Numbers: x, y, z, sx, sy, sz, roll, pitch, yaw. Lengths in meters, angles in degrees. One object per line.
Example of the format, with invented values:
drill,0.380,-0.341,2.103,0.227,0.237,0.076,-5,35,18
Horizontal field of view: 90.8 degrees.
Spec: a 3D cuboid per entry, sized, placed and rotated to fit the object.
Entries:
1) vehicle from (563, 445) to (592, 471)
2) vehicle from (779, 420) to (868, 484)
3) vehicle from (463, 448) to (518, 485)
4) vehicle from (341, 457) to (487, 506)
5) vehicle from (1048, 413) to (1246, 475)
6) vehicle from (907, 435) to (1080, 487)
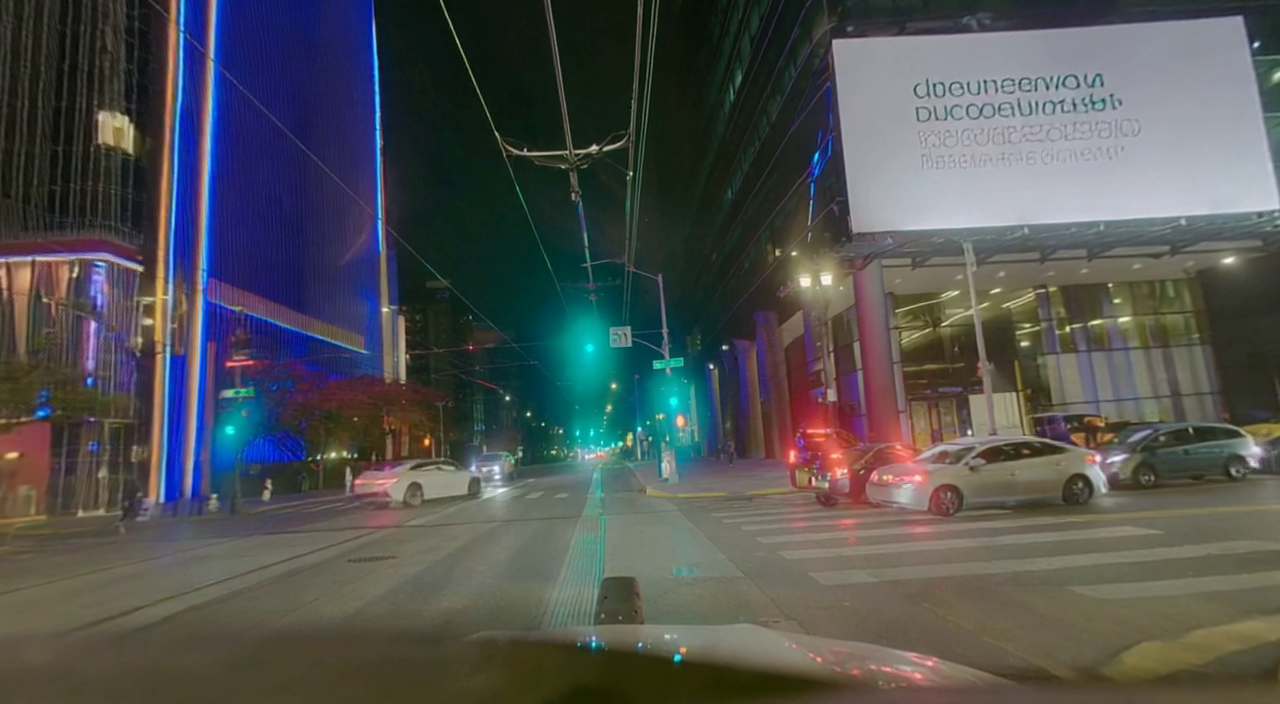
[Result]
vehicle,-4.815,8.203,49.169,2.137,1.910,5.120,1,-9,-4
vehicle,7.578,4.108,26.631,2.316,2.425,4.466,1,-7,-2
vehicle,-8.453,6.494,36.146,2.121,1.792,4.510,-4,-8,-2
vehicle,-7.962,4.549,22.617,1.797,1.490,4.549,-8,-11,41
vehicle,16.759,3.049,21.070,4.944,1.946,1.952,0,-8,-3
vehicle,11.395,3.524,20.546,4.697,1.510,1.596,0,-9,-4
